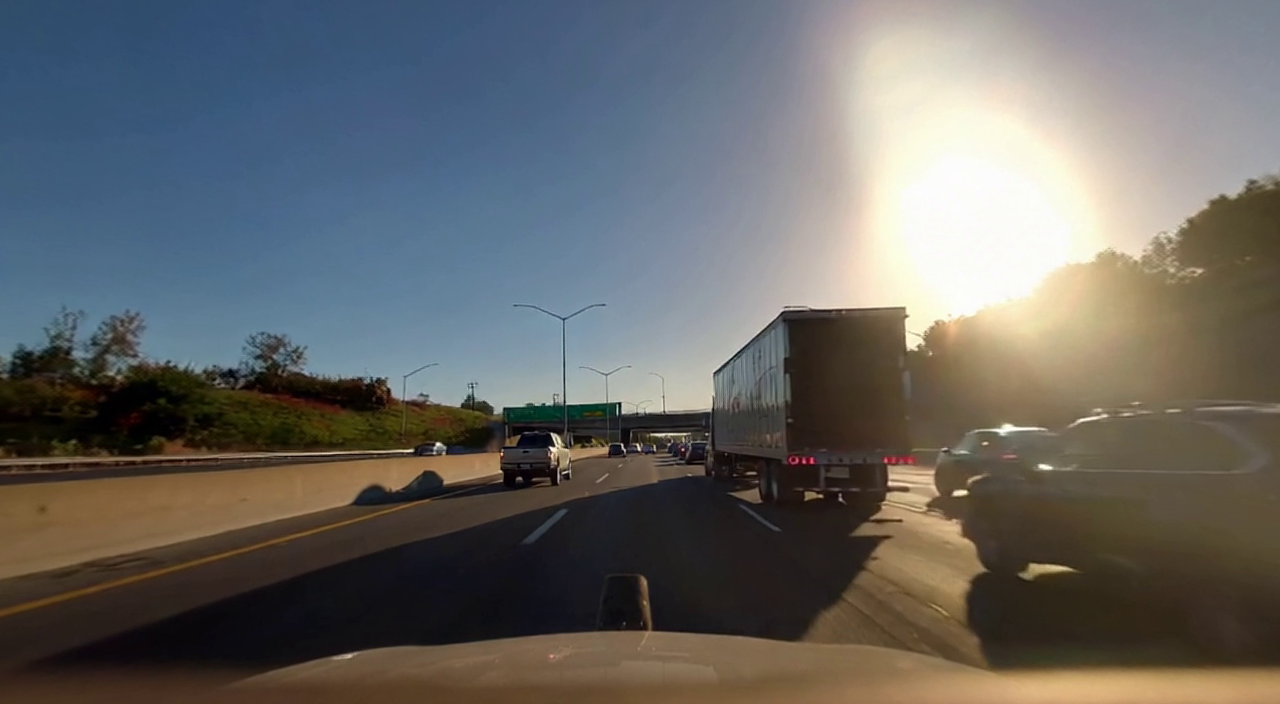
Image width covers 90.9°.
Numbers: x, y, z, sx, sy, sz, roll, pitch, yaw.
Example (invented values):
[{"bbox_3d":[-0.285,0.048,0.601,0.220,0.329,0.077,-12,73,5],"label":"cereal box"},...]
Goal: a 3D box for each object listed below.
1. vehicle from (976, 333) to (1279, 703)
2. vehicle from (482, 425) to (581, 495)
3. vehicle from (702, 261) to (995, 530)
[{"bbox_3d":[3.987,0.866,3.495,1.984,1.737,4.064,-1,-9,1],"label":"vehicle"},{"bbox_3d":[-2.959,3.072,18.177,2.006,1.741,4.277,-1,-9,1],"label":"vehicle"},{"bbox_3d":[3.951,1.803,17.607,2.903,4.190,15.630,-1,-9,0],"label":"vehicle"}]
